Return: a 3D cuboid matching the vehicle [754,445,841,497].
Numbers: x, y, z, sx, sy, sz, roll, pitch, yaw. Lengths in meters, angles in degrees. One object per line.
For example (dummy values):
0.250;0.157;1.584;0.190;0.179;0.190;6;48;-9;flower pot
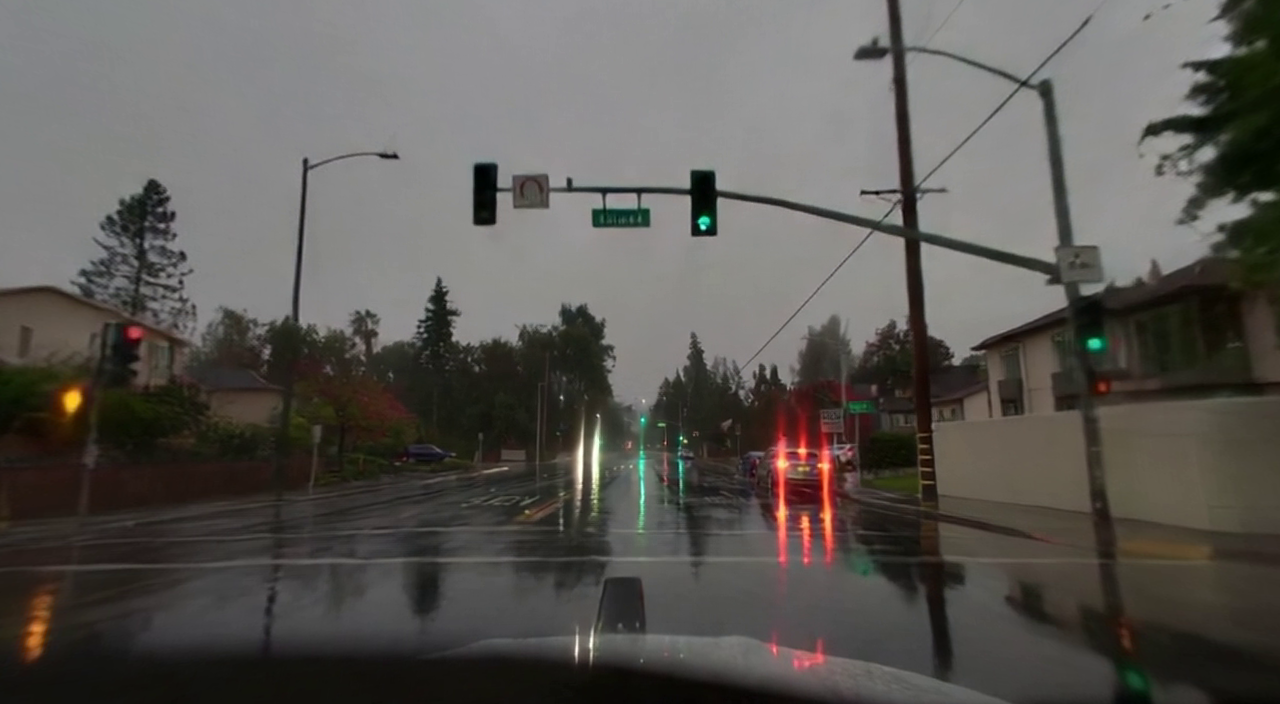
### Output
5.358;4.076;22.101;1.891;1.611;4.269;0;-9;0;vehicle
